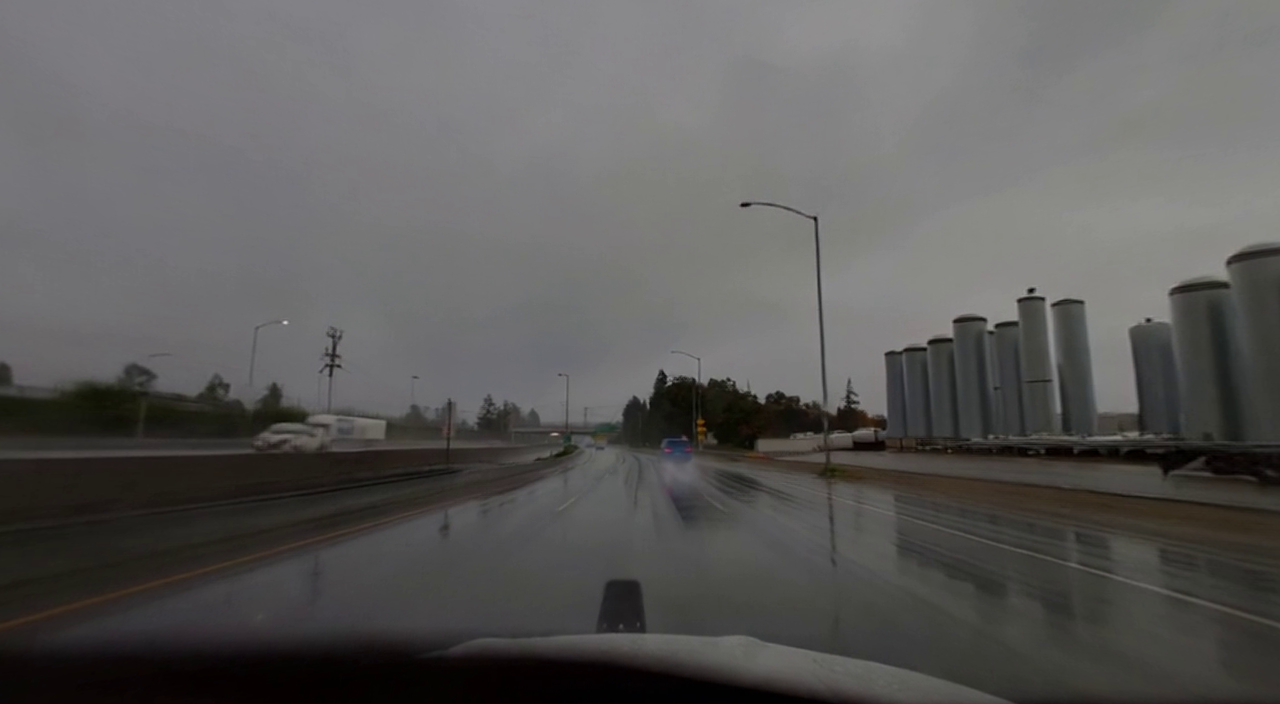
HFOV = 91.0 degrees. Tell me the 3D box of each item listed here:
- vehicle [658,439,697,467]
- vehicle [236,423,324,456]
[{"bbox_3d":[2.584,7.119,44.476,2.296,1.790,5.067,0,-9,-1],"label":"vehicle"},{"bbox_3d":[-17.483,4.320,30.814,1.817,1.504,3.991,0,-9,2],"label":"vehicle"}]
